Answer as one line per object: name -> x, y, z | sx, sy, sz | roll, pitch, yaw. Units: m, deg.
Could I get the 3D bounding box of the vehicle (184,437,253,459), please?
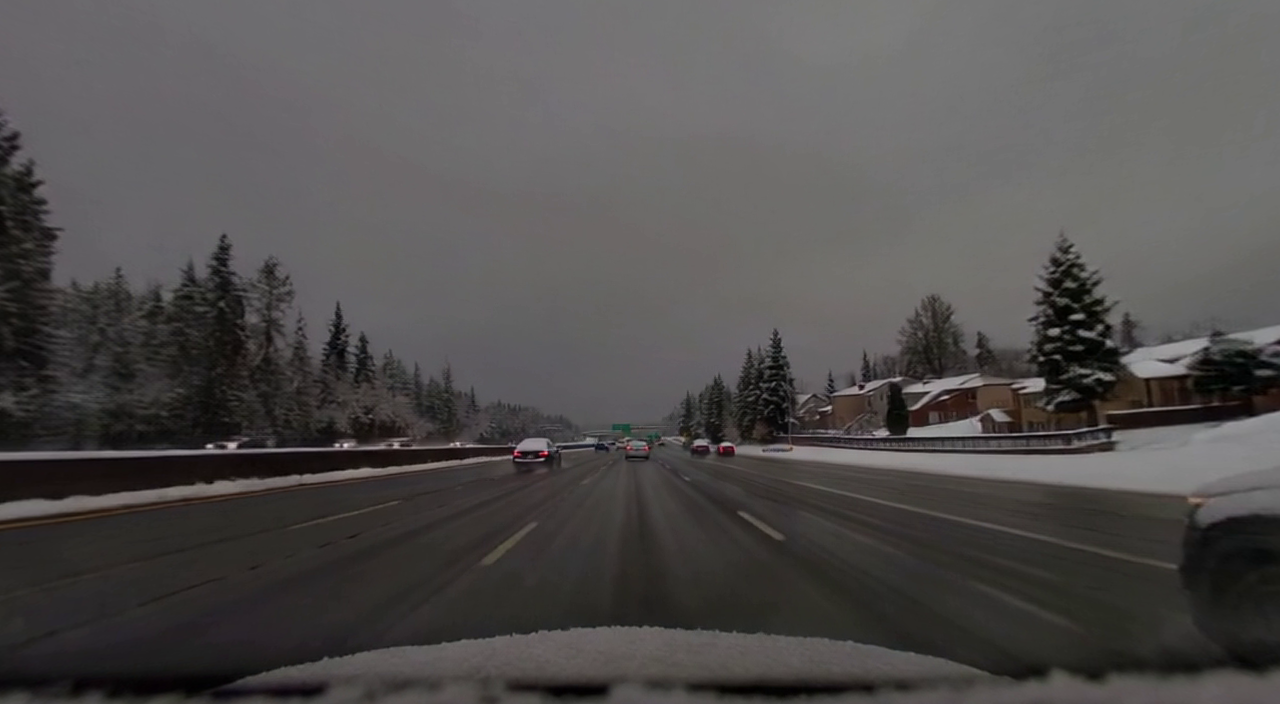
vehicle -> -32.681, 7.463, 49.225 | 1.969, 1.644, 4.969 | 1, -9, -1

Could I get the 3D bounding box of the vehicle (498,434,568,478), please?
vehicle -> -4.440, 4.413, 27.027 | 2.260, 1.706, 4.177 | 0, -9, 0

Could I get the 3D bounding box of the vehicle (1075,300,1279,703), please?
vehicle -> 3.640, 0.505, 0.772 | 2.463, 1.851, 5.122 | 0, -9, -1

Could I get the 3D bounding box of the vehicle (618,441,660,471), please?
vehicle -> -0.084, 5.601, 34.272 | 2.146, 1.485, 4.332 | 0, -9, -1
